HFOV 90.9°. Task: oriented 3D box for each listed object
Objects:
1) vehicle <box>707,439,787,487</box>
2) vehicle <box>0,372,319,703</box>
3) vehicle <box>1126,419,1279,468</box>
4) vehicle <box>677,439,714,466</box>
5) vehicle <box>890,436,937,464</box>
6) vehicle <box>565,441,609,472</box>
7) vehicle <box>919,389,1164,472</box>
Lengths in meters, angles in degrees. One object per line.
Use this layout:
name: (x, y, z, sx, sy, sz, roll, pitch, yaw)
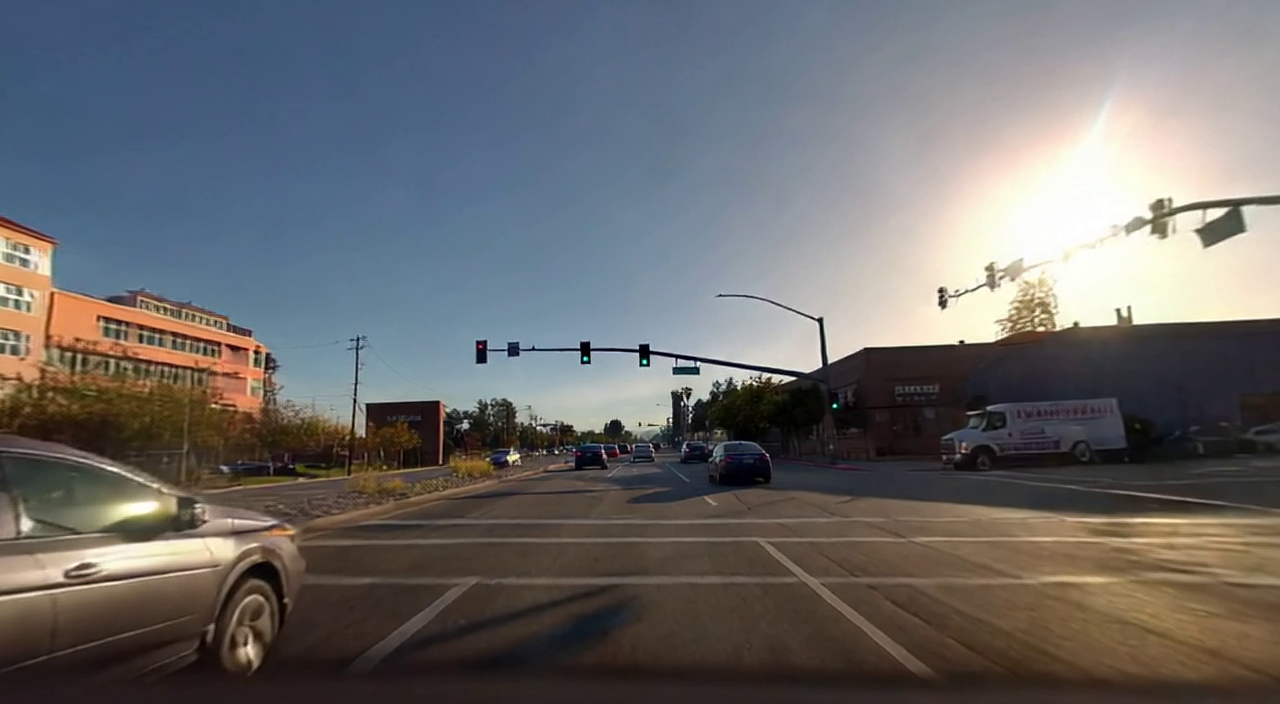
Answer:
vehicle: (3.556, 3.768, 21.742, 1.972, 1.452, 4.189, 0, -8, -1)
vehicle: (-3.153, 0.785, 1.703, 2.024, 1.529, 4.741, 0, -8, 1)
vehicle: (23.831, 3.775, 26.180, 5.428, 1.629, 2.013, -4, -8, 1)
vehicle: (3.646, 6.638, 41.821, 2.050, 1.683, 3.990, 0, -8, -1)
vehicle: (14.379, 5.134, 32.987, 1.920, 1.346, 4.247, -5, -9, 27)
vehicle: (-2.796, 5.650, 34.306, 2.003, 1.509, 4.396, 0, -8, 0)
vehicle: (16.752, 3.388, 26.936, 8.201, 3.281, 2.759, -2, -8, 7)
